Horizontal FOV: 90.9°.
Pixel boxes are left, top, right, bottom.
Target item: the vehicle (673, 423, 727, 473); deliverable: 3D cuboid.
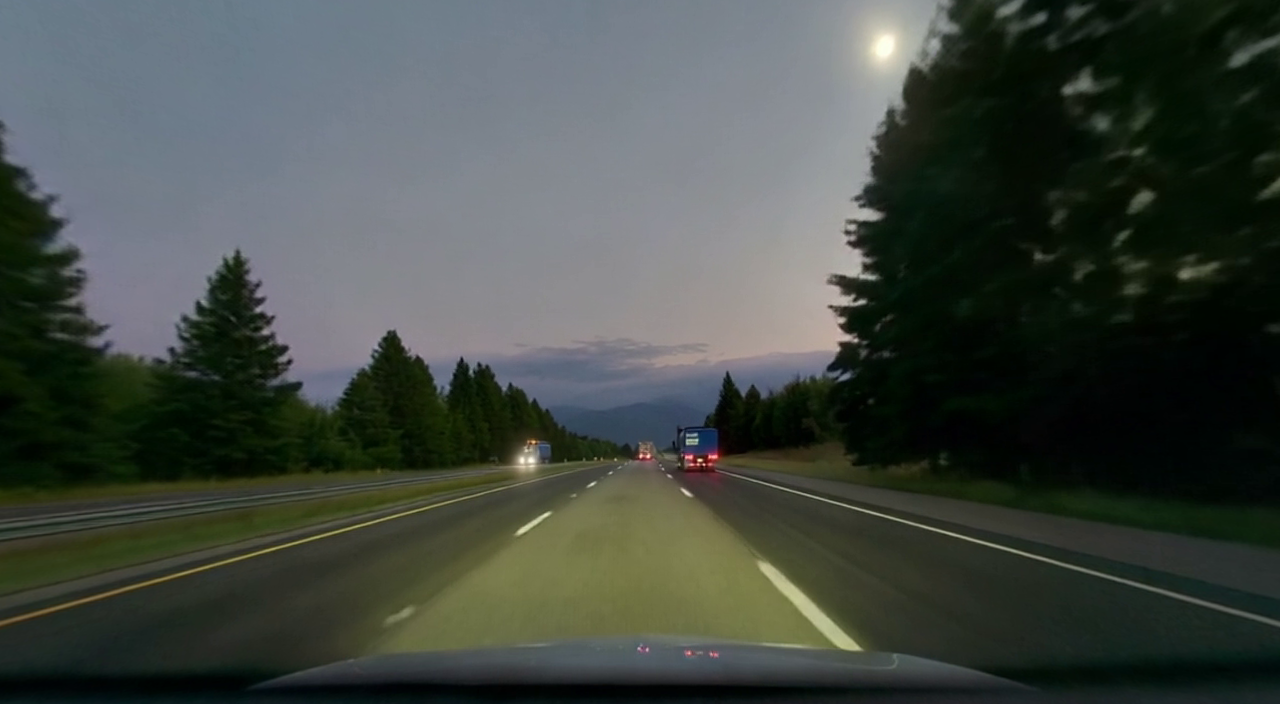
[{"bbox_3d":[3.577,5.916,38.831,2.572,2.795,5.978,0,-9,-1],"label":"vehicle"}]
